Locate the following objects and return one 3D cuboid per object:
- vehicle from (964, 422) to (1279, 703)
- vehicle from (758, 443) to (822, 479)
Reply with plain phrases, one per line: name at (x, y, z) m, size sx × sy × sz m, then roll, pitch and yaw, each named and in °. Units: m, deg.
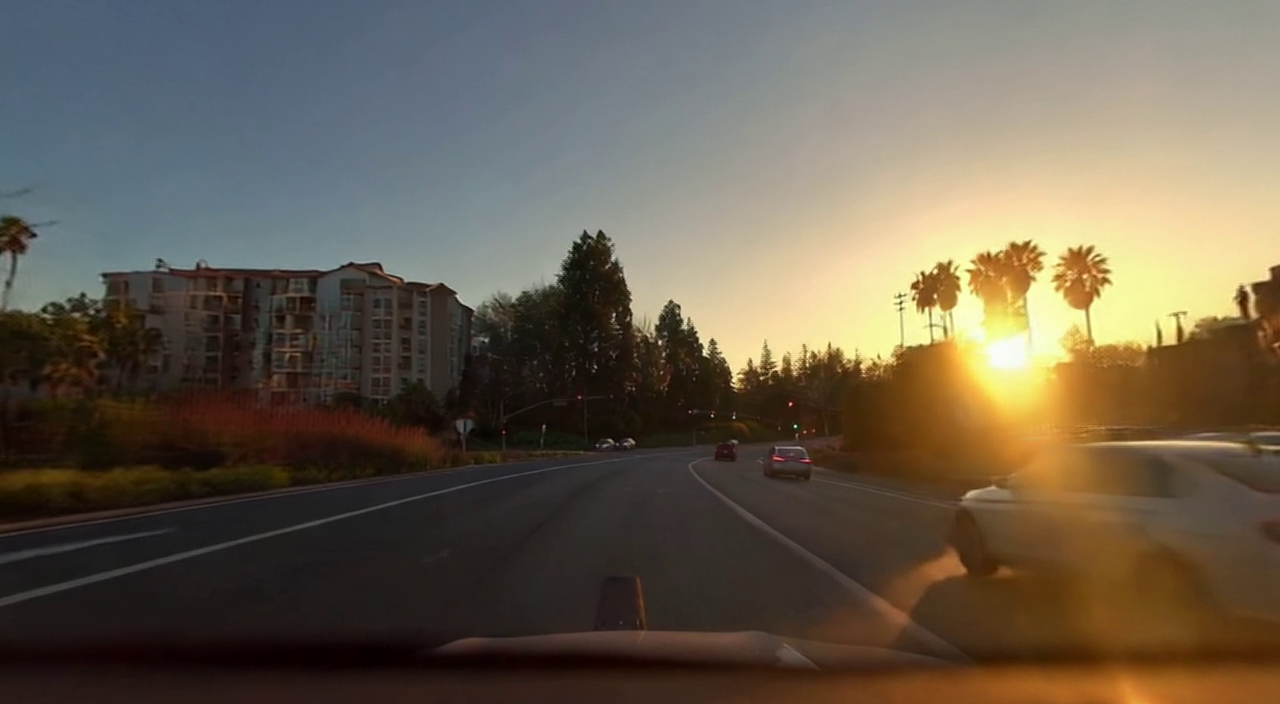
vehicle at (4.340, 1.296, 4.570) m, size 1.993 × 1.483 × 3.821 m, roll -1°, pitch -8°, yaw 1°
vehicle at (6.792, 4.965, 29.153) m, size 2.144 × 1.473 × 4.638 m, roll -1°, pitch -8°, yaw 4°
